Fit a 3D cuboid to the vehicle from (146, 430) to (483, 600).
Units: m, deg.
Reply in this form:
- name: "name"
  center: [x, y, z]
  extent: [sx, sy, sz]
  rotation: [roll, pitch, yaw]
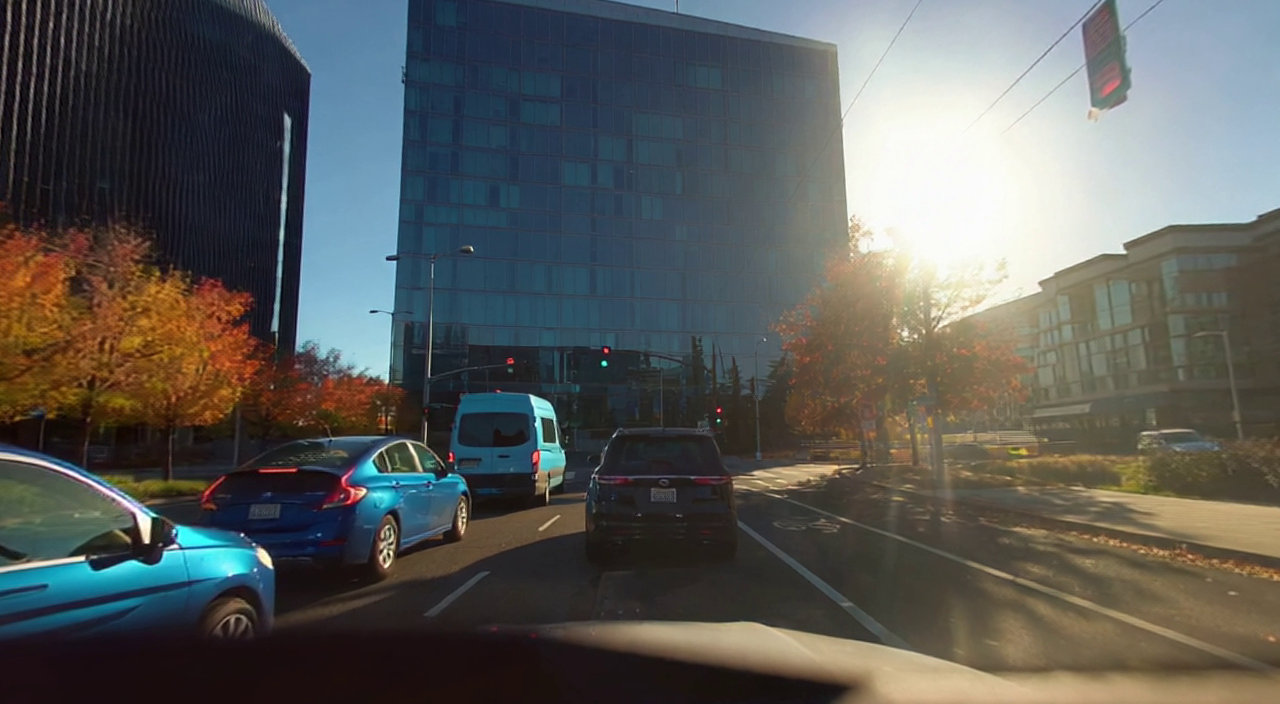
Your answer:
- name: "vehicle"
  center: [-3.486, 1.809, 7.845]
  extent: [1.955, 1.499, 4.223]
  rotation: [0, -9, 0]

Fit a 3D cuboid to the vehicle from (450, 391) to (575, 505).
- name: "vehicle"
  center: [-3.273, 2.675, 17.565]
  extent: [2.343, 2.635, 5.684]
  rotation: [0, -9, 0]

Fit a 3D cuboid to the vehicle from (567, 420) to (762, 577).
- name: "vehicle"
  center: [0.189, 1.775, 8.247]
  extent: [1.979, 1.562, 3.630]
  rotation: [0, -9, -2]

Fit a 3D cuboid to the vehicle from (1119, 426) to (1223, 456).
- name: "vehicle"
  center: [28.543, 4.827, 33.918]
  extent: [1.762, 1.487, 4.488]
  rotation: [-1, -9, 1]

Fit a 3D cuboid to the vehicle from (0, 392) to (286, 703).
- name: "vehicle"
  center: [-2.903, 0.820, 1.525]
  extent: [1.893, 1.491, 3.798]
  rotation: [0, -9, -1]
